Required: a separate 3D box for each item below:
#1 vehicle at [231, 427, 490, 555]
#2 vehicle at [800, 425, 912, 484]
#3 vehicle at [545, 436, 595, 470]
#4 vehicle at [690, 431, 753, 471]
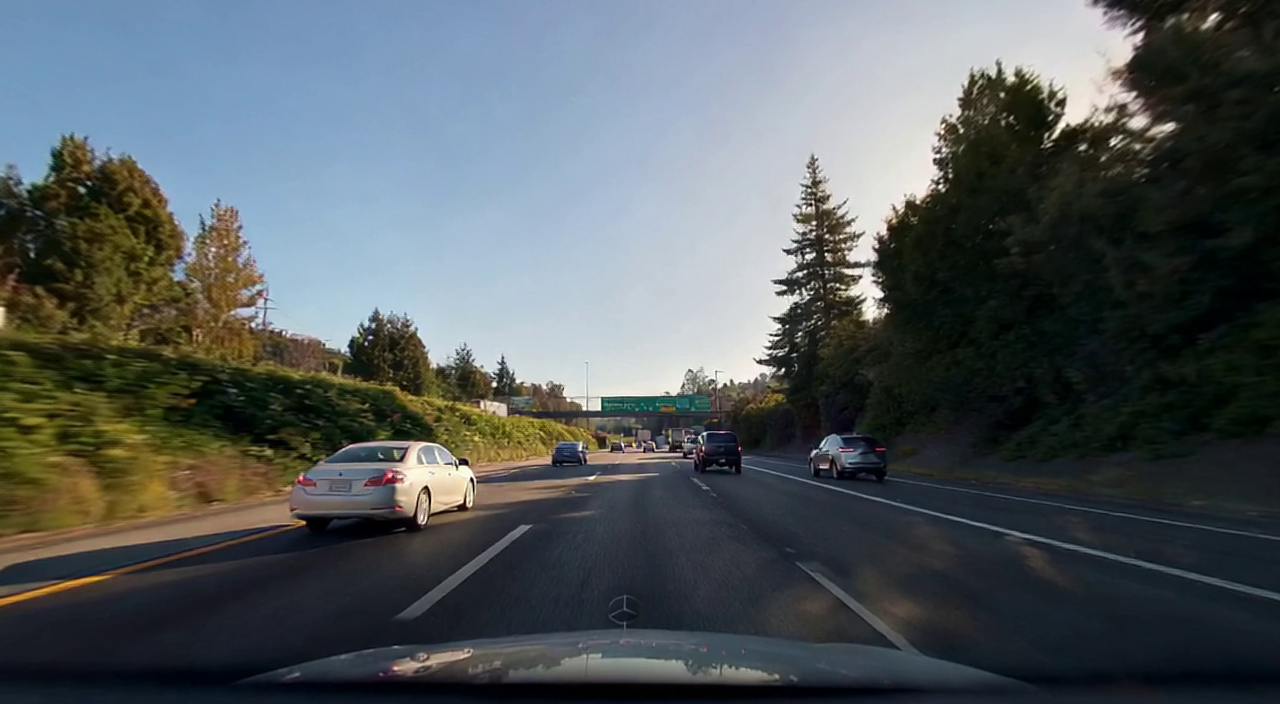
[{"bbox_3d":[-3.772,1.936,9.481,1.978,1.473,4.073,0,-8,1],"label":"vehicle"},{"bbox_3d":[7.989,3.868,24.089,2.291,1.968,5.662,0,-8,0],"label":"vehicle"},{"bbox_3d":[-3.510,5.148,32.351,2.020,1.628,4.248,0,-8,1],"label":"vehicle"},{"bbox_3d":[4.201,5.236,33.506,2.517,1.935,5.552,0,-8,-1],"label":"vehicle"}]
